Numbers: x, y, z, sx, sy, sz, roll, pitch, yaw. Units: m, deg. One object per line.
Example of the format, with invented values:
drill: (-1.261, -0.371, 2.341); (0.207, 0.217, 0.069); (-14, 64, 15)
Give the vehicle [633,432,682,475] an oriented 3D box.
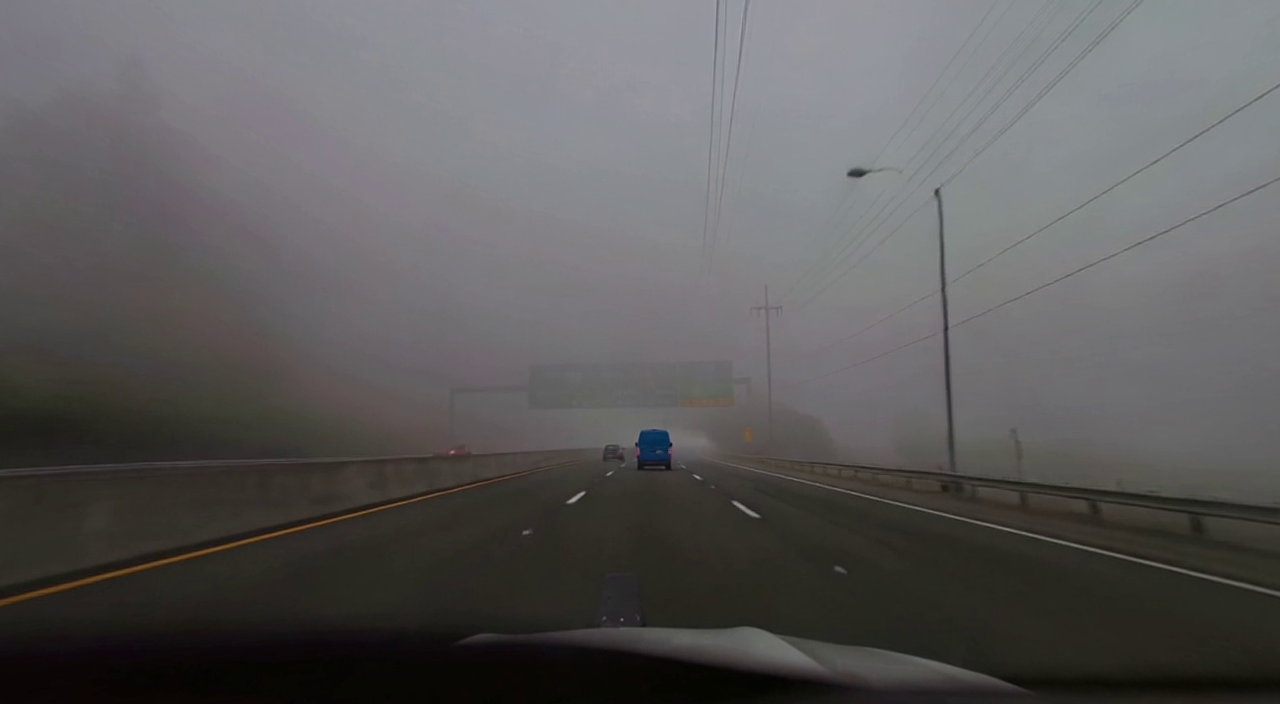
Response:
vehicle: (0.903, 5.114, 31.895); (2.261, 1.969, 5.104); (0, -9, 2)
